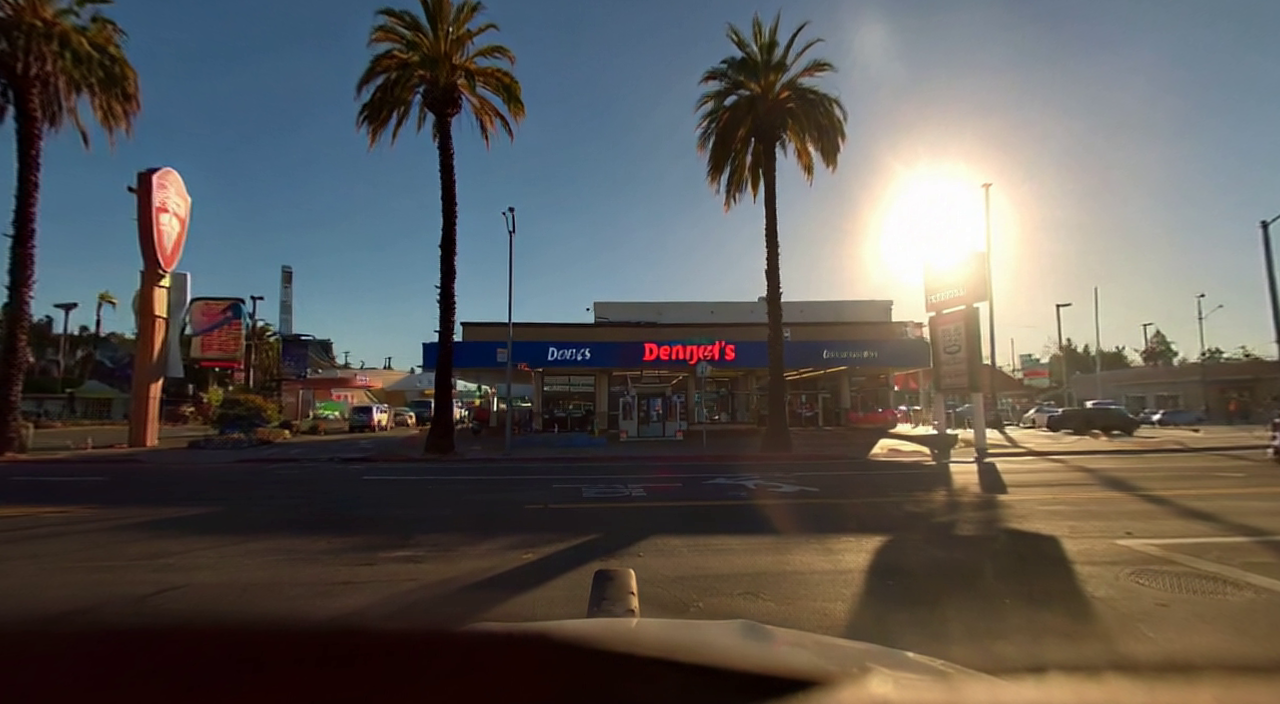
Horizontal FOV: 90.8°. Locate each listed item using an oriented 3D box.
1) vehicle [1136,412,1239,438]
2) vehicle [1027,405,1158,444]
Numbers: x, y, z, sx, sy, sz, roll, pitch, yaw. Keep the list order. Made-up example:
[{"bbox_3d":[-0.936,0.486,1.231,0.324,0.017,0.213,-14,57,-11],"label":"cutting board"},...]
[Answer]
[{"bbox_3d":[33.869,4.582,39.272,1.805,1.466,4.641,1,-9,-8],"label":"vehicle"},{"bbox_3d":[21.995,3.486,30.810,4.880,1.754,2.202,0,-5,-6],"label":"vehicle"}]
